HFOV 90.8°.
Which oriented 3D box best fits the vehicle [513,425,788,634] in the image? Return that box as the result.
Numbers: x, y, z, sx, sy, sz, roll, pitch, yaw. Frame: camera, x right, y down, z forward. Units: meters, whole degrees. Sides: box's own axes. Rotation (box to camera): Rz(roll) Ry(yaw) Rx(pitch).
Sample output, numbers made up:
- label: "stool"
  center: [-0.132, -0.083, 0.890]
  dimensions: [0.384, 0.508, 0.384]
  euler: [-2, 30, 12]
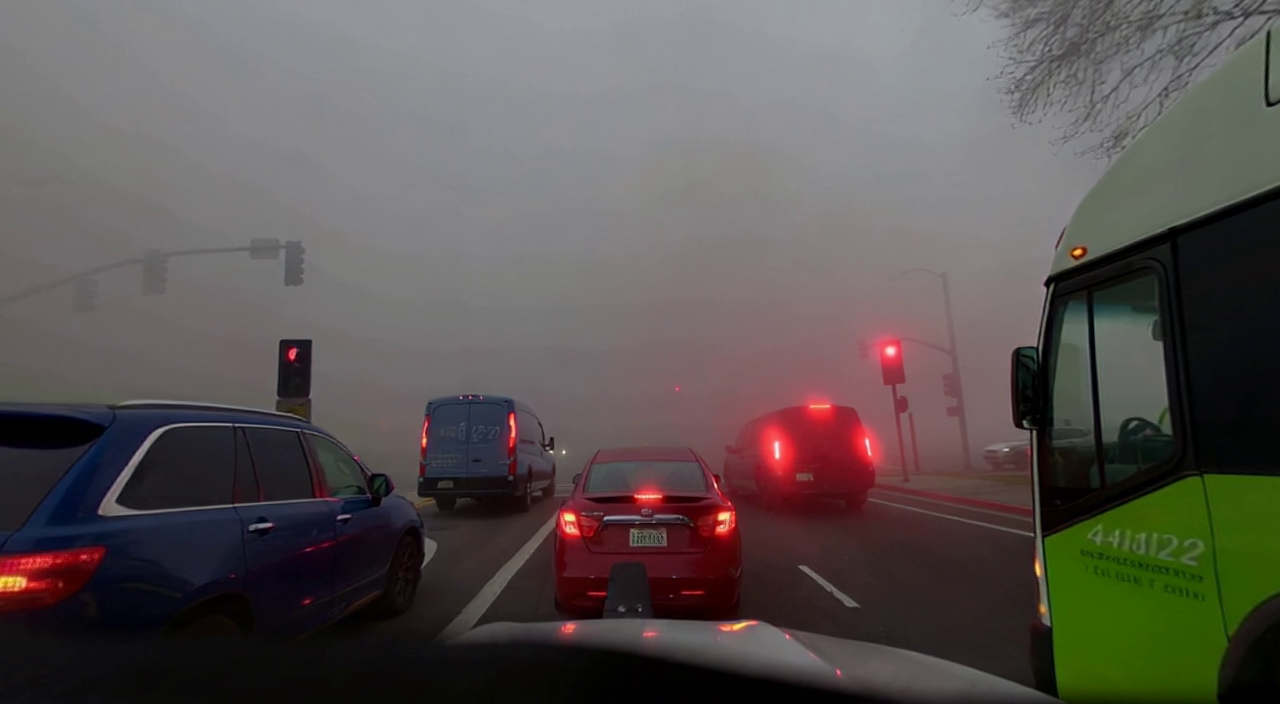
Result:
- label: "vehicle"
  center: [0.068, 1.552, 6.429]
  dimensions: [1.976, 1.485, 3.624]
  euler: [0, -8, 0]

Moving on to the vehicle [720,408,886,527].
- label: "vehicle"
  center: [3.156, 2.400, 13.673]
  dimensions: [2.143, 2.036, 5.367]
  euler: [0, -8, 0]

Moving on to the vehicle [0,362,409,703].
- label: "vehicle"
  center: [-3.405, 1.181, 4.643]
  dimensions: [1.921, 1.701, 3.989]
  euler: [0, -8, -1]

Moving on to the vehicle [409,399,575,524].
- label: "vehicle"
  center: [-2.920, 2.356, 13.988]
  dimensions: [2.335, 2.221, 5.165]
  euler: [0, -8, 1]

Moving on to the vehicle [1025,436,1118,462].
- label: "vehicle"
  center: [25.888, 5.823, 37.992]
  dimensions: [4.229, 1.489, 1.794]
  euler: [0, -8, -2]

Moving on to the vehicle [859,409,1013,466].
- label: "vehicle"
  center: [17.610, 5.133, 37.923]
  dimensions: [7.839, 3.213, 2.628]
  euler: [0, -8, -3]
